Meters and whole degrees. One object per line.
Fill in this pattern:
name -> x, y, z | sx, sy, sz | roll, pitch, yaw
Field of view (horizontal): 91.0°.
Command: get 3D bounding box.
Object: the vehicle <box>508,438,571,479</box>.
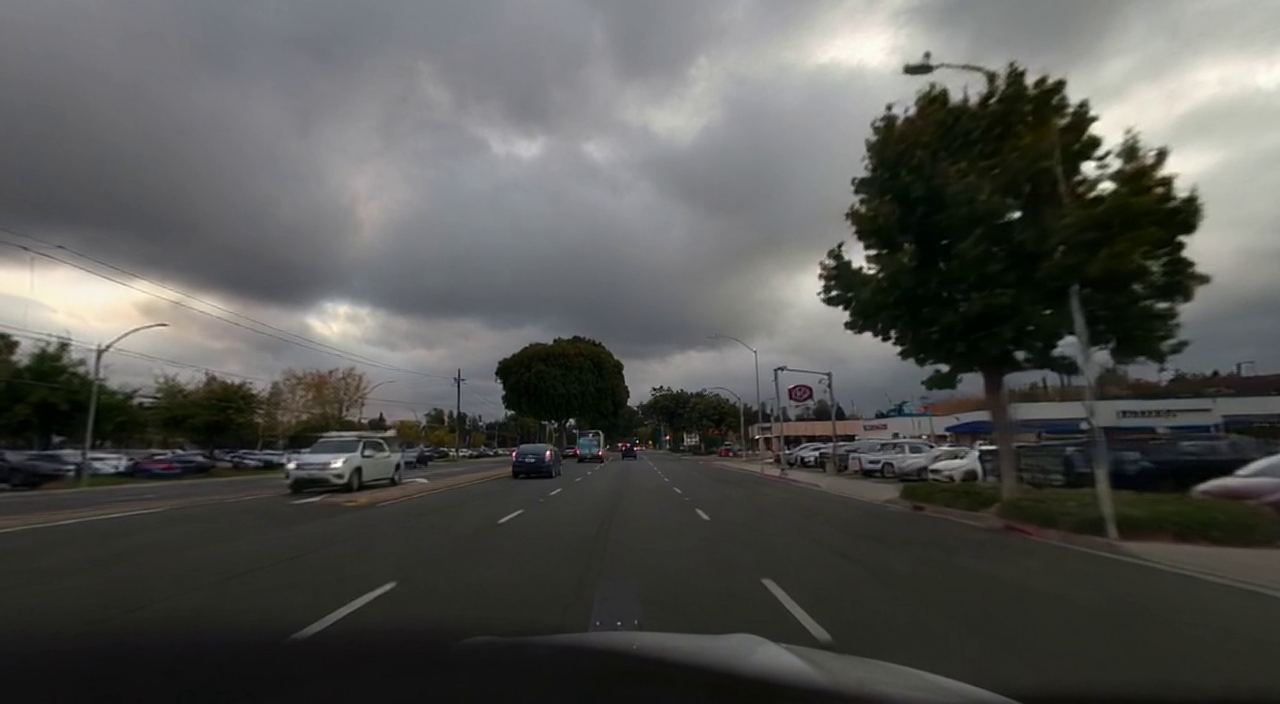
vehicle -> -4.375, 4.724, 28.073 | 2.109, 1.672, 4.256 | 0, -9, 0

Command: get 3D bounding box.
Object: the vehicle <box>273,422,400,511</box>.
vehicle -> -7.672, 2.924, 16.552 | 2.123, 1.864, 5.553 | 1, -9, -17

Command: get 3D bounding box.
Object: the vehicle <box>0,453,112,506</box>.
vehicle -> -23.495, 4.859, 24.438 | 1.953, 1.789, 4.591 | 0, -9, -1

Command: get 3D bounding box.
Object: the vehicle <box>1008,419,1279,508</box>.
vehicle -> 12.164, 2.616, 15.116 | 5.519, 1.836, 2.138 | -5, -10, 32

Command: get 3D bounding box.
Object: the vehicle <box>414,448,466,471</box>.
vehicle -> -13.356, 7.195, 42.370 | 1.955, 1.496, 4.661 | 0, -9, 0

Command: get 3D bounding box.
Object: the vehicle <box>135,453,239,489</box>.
vehicle -> -23.368, 6.116, 32.744 | 1.938, 1.691, 4.696 | 0, -9, -1

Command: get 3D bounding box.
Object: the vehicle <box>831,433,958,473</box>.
vehicle -> 12.308, 4.932, 30.889 | 5.426, 1.811, 2.193 | -2, -9, 15
